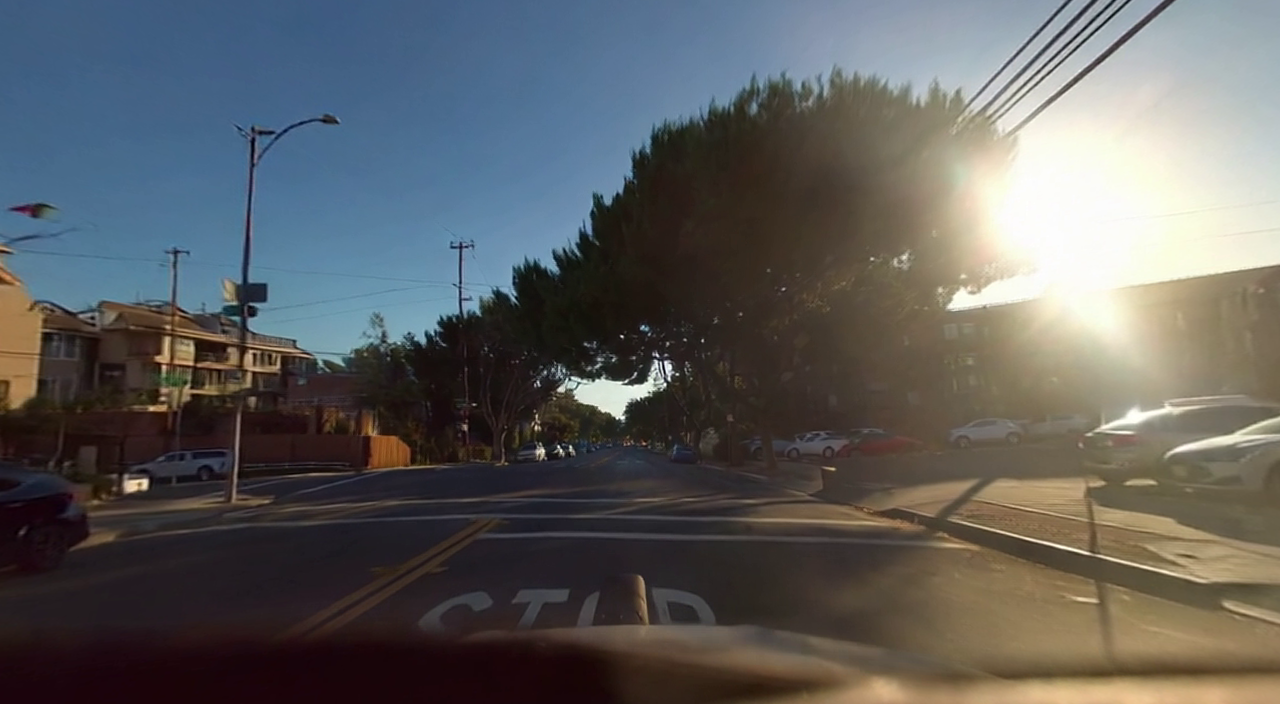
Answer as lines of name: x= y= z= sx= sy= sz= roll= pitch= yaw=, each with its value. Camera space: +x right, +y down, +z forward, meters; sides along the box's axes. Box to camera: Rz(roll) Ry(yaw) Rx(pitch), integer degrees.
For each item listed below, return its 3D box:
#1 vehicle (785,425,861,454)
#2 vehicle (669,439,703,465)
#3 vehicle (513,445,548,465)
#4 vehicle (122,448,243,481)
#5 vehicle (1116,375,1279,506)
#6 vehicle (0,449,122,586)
vehicle: x=11.294 y=5.410 z=38.912 sx=4.509 sy=1.664 sz=1.981 roll=6 pitch=-10 yaw=-34
vehicle: x=3.265 y=7.207 z=45.520 sx=1.993 sy=1.755 sz=4.256 roll=0 pitch=-8 yaw=-2
vehicle: x=-8.515 y=8.065 z=49.561 sx=2.066 sy=1.472 sz=4.353 roll=0 pitch=-8 yaw=-1
vehicle: x=-22.228 y=5.466 z=30.823 sx=4.424 sy=1.486 sz=1.814 roll=0 pitch=-8 yaw=-2
vehicle: x=10.988 y=1.412 z=10.201 sx=4.911 sy=1.871 sz=2.063 roll=0 pitch=-8 yaw=-3
vehicle: x=-8.109 y=1.762 z=6.291 sx=2.018 sy=1.493 sz=4.693 roll=-1 pitch=-8 yaw=-2
